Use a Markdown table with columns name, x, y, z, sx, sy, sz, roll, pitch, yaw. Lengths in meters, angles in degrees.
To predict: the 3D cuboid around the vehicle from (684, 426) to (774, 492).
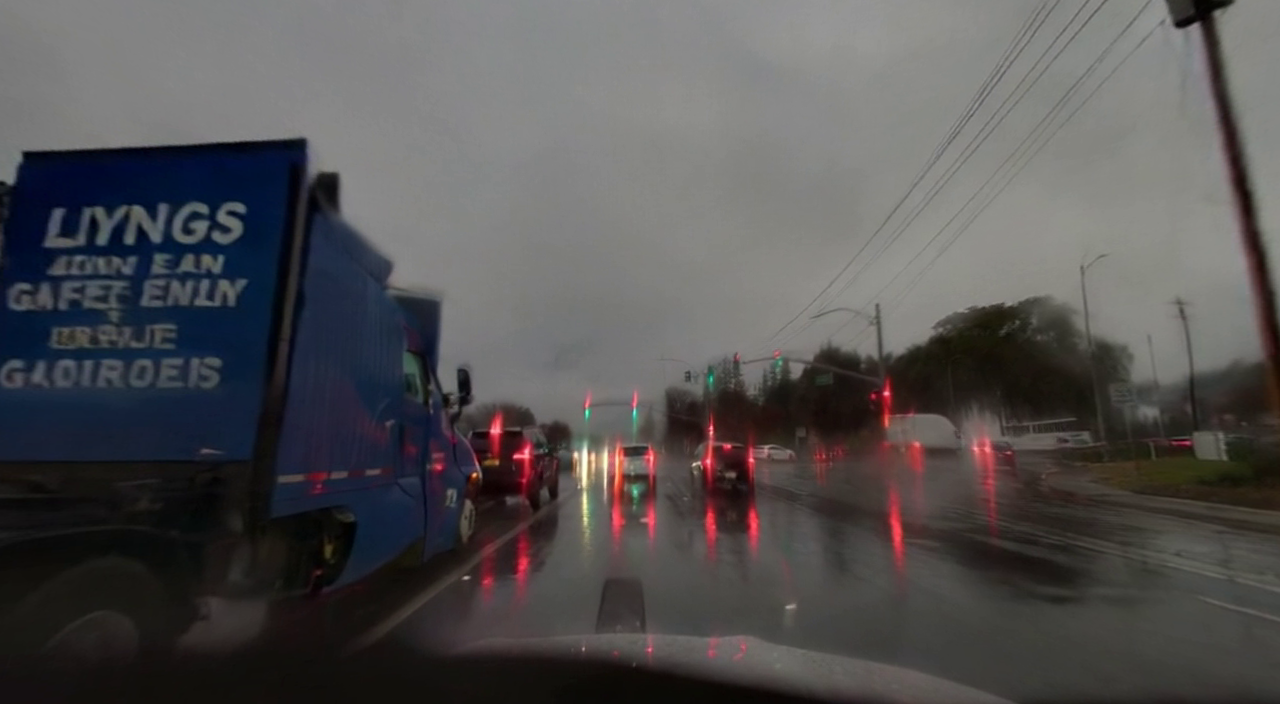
| name | x | y | z | sx | sy | sz | roll | pitch | yaw |
| --- | --- | --- | --- | --- | --- | --- | --- | --- | --- |
| vehicle | 2.697 | 3.404 | 20.341 | 2.086 | 1.849 | 4.607 | 0 | -9 | -2 |

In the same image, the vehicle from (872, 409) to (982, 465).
| name | x | y | z | sx | sy | sz | roll | pitch | yaw |
| --- | --- | --- | --- | --- | --- | --- | --- | --- | --- |
| vehicle | 19.135 | 5.674 | 42.101 | 6.670 | 3.450 | 2.666 | 3 | -10 | -24 |

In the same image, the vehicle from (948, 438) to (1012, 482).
| name | x | y | z | sx | sy | sz | roll | pitch | yaw |
| --- | --- | --- | --- | --- | --- | --- | --- | --- | --- |
| vehicle | 14.429 | 4.552 | 26.940 | 2.102 | 1.662 | 4.533 | -5 | -10 | 27 |

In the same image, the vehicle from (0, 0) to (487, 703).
| name | x | y | z | sx | sy | sz | roll | pitch | yaw |
| --- | --- | --- | --- | --- | --- | --- | --- | --- | --- |
| vehicle | -3.402 | 0.293 | 4.072 | 2.889 | 3.347 | 8.285 | 0 | -9 | -1 |

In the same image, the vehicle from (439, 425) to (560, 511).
| name | x | y | z | sx | sy | sz | roll | pitch | yaw |
| --- | --- | --- | --- | --- | --- | --- | --- | --- | --- |
| vehicle | -3.298 | 2.832 | 15.845 | 1.994 | 1.806 | 4.564 | 0 | -9 | 0 |

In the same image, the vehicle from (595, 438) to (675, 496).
| name | x | y | z | sx | sy | sz | roll | pitch | yaw |
| --- | --- | --- | --- | --- | --- | --- | --- | --- | --- |
| vehicle | -0.184 | 3.374 | 18.846 | 2.117 | 1.499 | 4.036 | 0 | -9 | -1 |

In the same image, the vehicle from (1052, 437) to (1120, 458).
| name | x | y | z | sx | sy | sz | roll | pitch | yaw |
| --- | --- | --- | --- | --- | --- | --- | --- | --- | --- |
| vehicle | 35.021 | 7.479 | 49.545 | 5.208 | 1.624 | 1.927 | 4 | -10 | -25 |
